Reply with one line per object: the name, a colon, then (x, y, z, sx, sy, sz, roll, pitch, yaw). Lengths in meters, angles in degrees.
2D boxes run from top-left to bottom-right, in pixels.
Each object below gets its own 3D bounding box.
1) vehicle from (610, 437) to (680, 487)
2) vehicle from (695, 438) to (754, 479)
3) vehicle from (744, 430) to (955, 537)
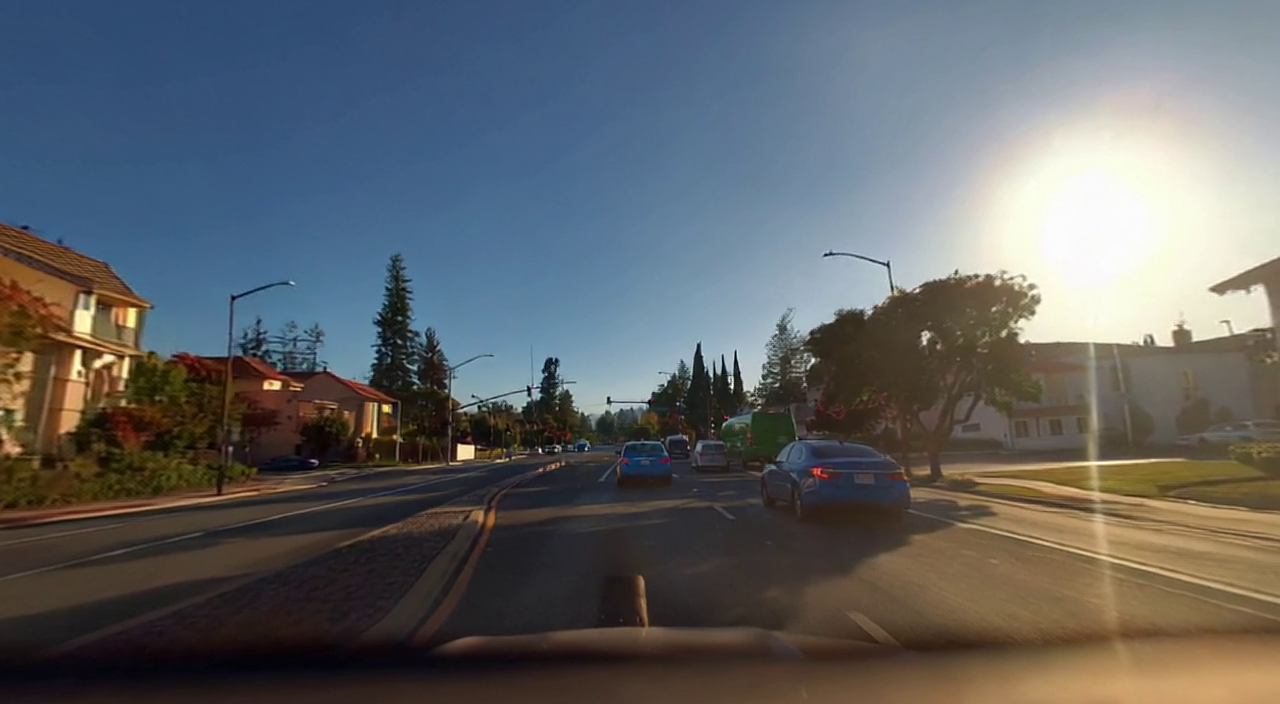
vehicle: (0.122, 3.607, 21.003, 2.093, 1.497, 4.010, 0, -9, -1)
vehicle: (3.327, 4.257, 25.510, 1.775, 1.499, 3.488, 0, -9, -2)
vehicle: (3.409, 2.244, 11.460, 2.161, 1.519, 4.568, 0, -9, -1)
